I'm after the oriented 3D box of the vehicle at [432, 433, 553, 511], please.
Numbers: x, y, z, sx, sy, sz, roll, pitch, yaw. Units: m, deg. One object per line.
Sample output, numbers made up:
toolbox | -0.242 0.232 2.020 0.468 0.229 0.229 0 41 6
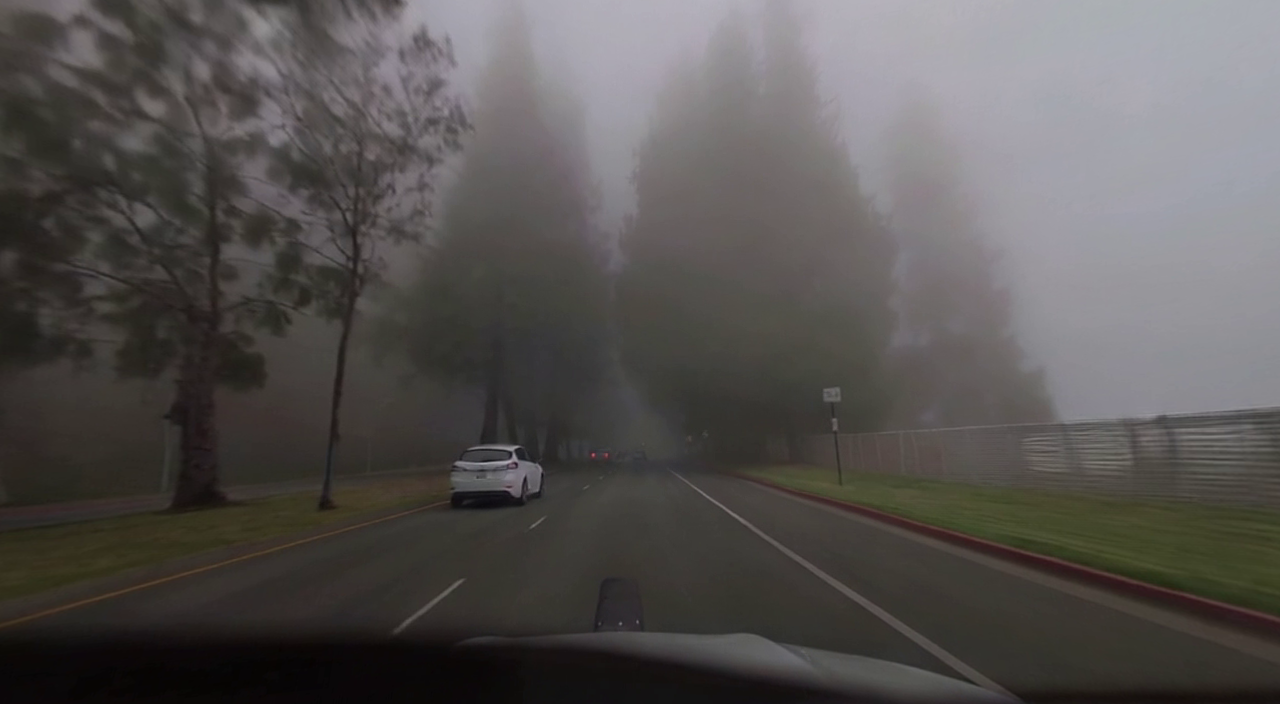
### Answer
vehicle | -3.477 2.925 15.832 1.919 1.650 4.546 0 -9 0
